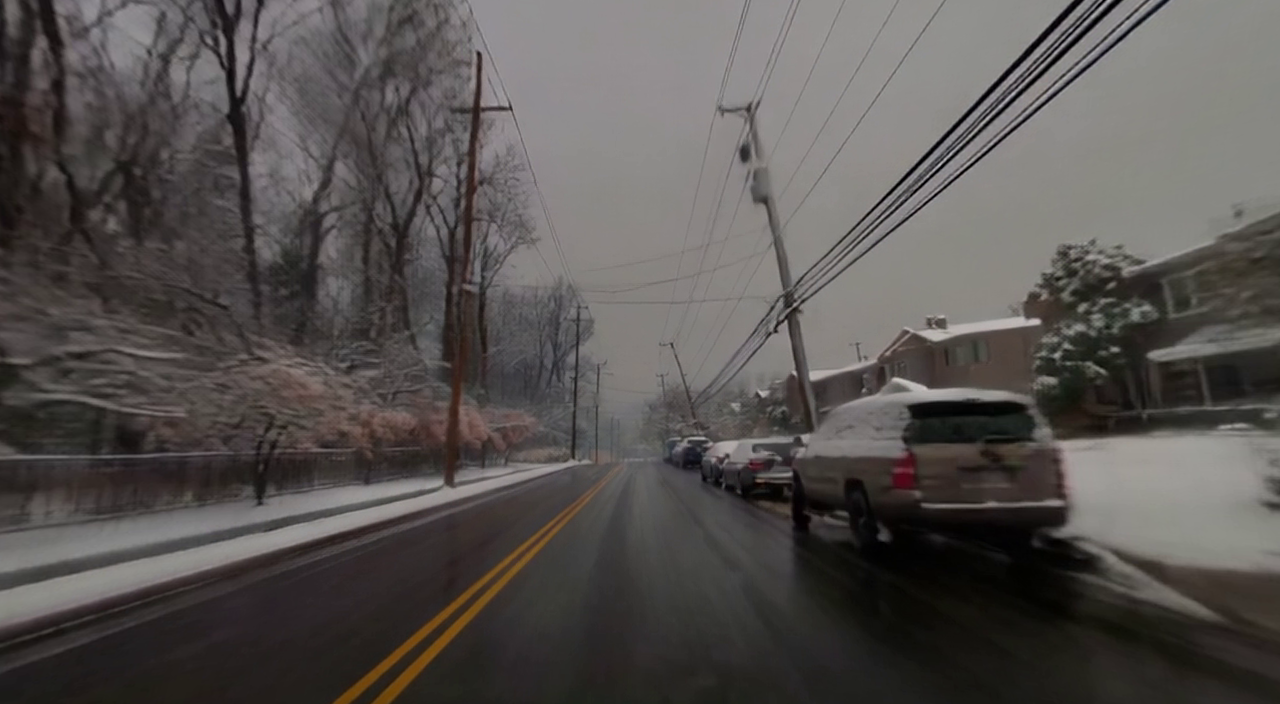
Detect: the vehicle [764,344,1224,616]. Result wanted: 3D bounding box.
[{"bbox_3d":[3.246,1.381,7.746,2.347,2.070,5.735,0,-8,1],"label":"vehicle"}]
